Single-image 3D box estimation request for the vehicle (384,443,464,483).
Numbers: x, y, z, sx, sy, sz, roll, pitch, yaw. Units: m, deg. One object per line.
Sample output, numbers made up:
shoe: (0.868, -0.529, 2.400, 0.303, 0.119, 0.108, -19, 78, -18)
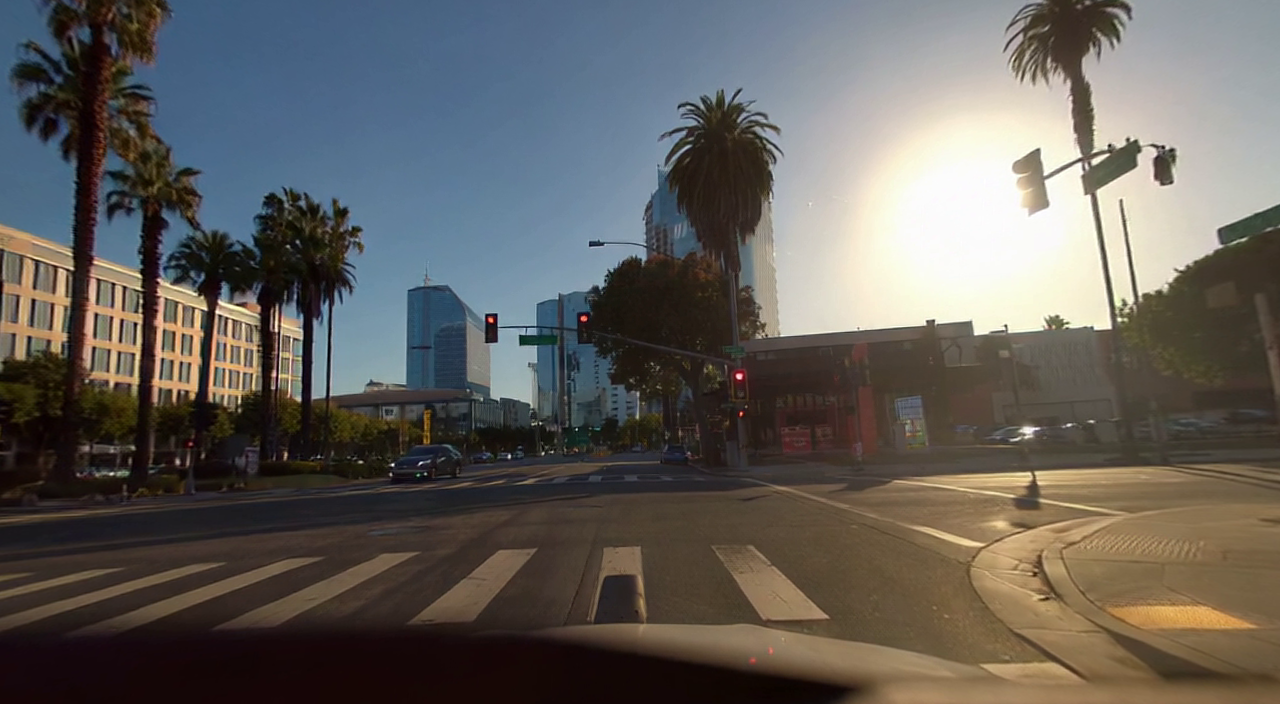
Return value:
vehicle: (-10.748, 5.533, 31.774, 2.270, 1.833, 4.860, 0, -9, 1)
